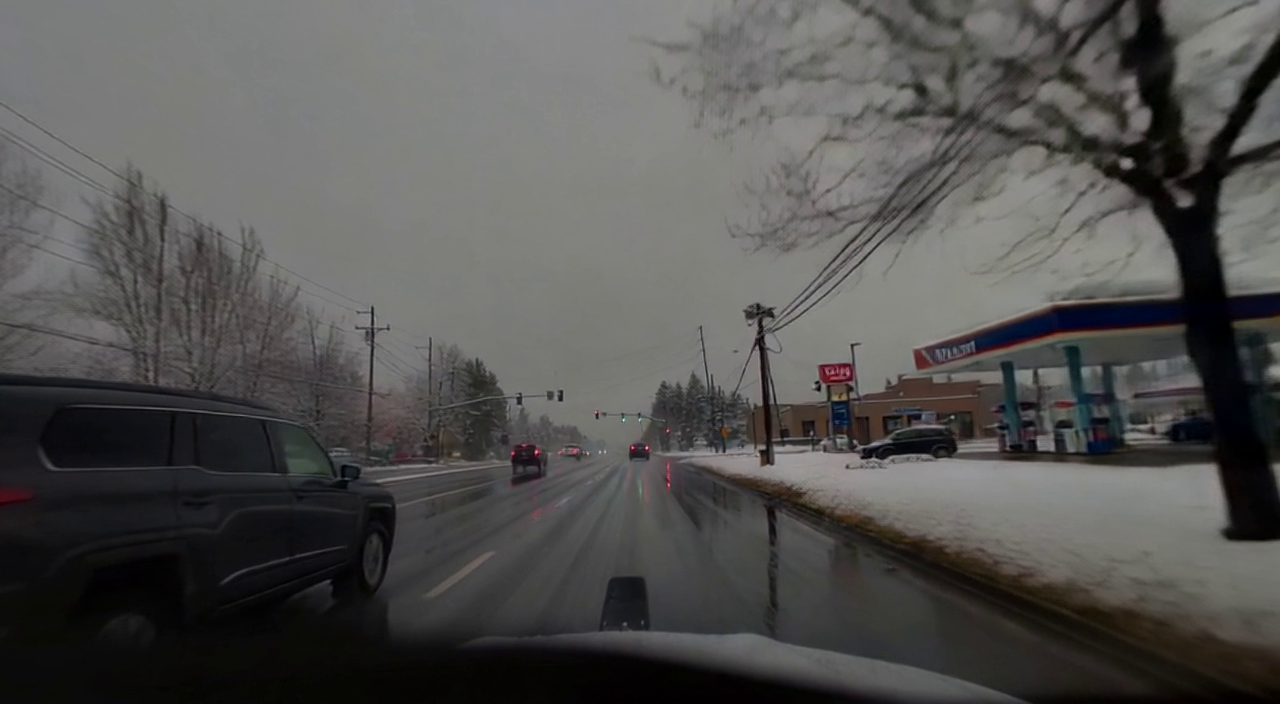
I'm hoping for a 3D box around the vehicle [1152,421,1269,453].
[{"bbox_3d":[31.097,4.706,34.441,1.883,1.605,4.459,8,-13,-44],"label":"vehicle"}]

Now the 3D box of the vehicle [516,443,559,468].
[{"bbox_3d":[-6.537,6.636,40.544,1.960,1.468,4.345,0,-8,1],"label":"vehicle"}]

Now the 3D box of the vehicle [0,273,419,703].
[{"bbox_3d":[-3.163,0.883,3.458,2.190,1.844,4.751,0,-8,0],"label":"vehicle"}]

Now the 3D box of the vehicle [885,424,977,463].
[{"bbox_3d":[16.108,5.131,35.295,2.178,1.911,5.852,-1,-8,-2],"label":"vehicle"}]
